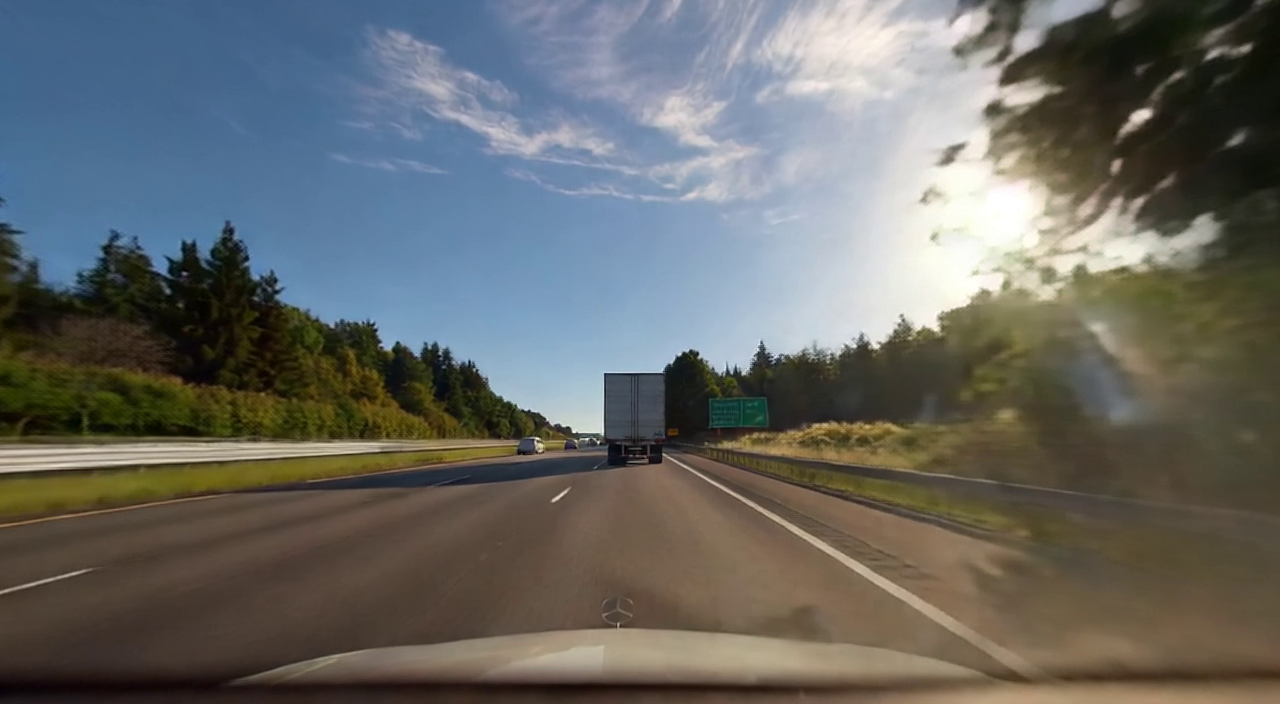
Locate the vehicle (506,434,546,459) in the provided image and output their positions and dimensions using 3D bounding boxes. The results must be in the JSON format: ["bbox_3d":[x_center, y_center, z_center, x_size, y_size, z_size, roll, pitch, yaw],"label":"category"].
[{"bbox_3d":[-7.109,5.893,39.550,1.856,1.479,3.710,0,-8,0],"label":"vehicle"}]

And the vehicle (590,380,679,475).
[{"bbox_3d":[-0.292,3.697,30.210,3.033,3.223,14.836,4,-8,0],"label":"vehicle"}]
